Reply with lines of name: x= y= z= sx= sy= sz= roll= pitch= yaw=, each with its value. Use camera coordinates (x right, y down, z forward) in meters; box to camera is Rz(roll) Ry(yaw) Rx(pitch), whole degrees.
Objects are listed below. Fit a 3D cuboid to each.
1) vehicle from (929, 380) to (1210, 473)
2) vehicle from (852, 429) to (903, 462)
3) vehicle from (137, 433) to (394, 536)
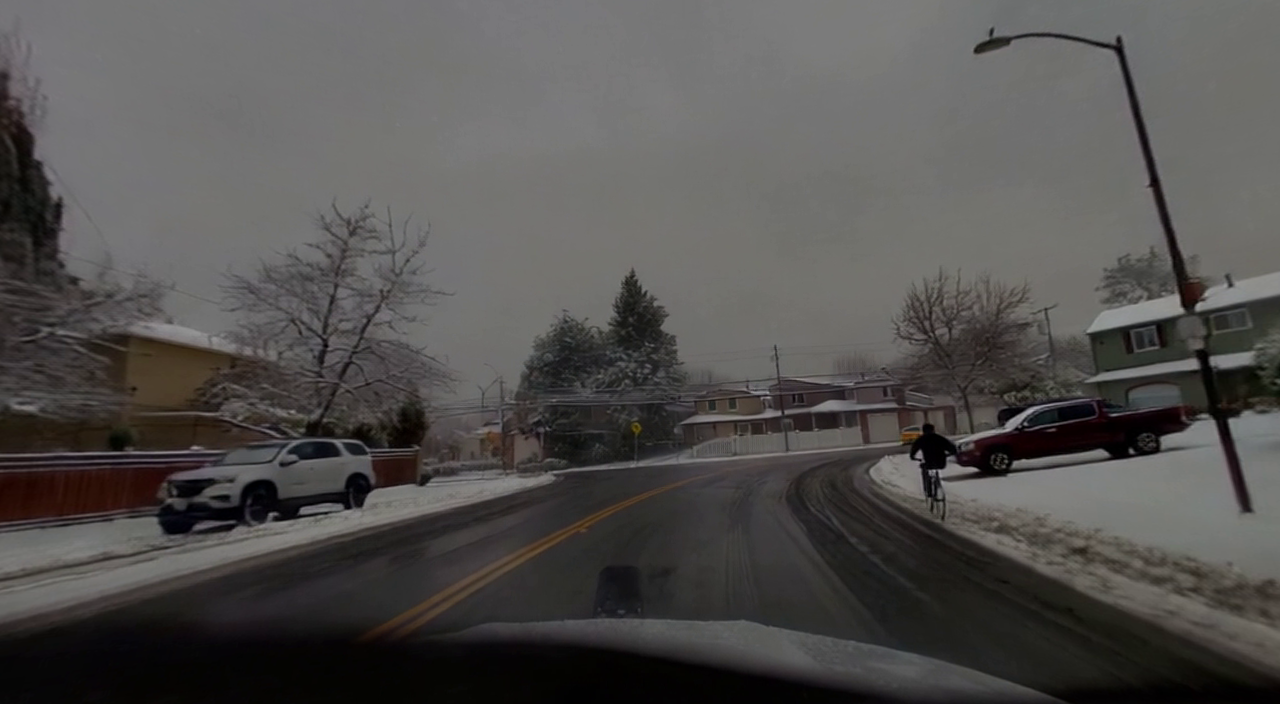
vehicle: x=12.105 y=2.244 z=18.435 sx=6.099 sy=1.973 sz=2.450 roll=-7 pitch=-9 yaw=12
vehicle: x=13.430 y=5.261 z=35.616 sx=2.105 sy=1.705 sz=4.392 roll=-4 pitch=-10 yaw=27
vehicle: x=-7.131 y=2.521 z=12.730 sx=1.937 sy=1.670 sz=4.391 roll=-2 pitch=-9 yaw=11
